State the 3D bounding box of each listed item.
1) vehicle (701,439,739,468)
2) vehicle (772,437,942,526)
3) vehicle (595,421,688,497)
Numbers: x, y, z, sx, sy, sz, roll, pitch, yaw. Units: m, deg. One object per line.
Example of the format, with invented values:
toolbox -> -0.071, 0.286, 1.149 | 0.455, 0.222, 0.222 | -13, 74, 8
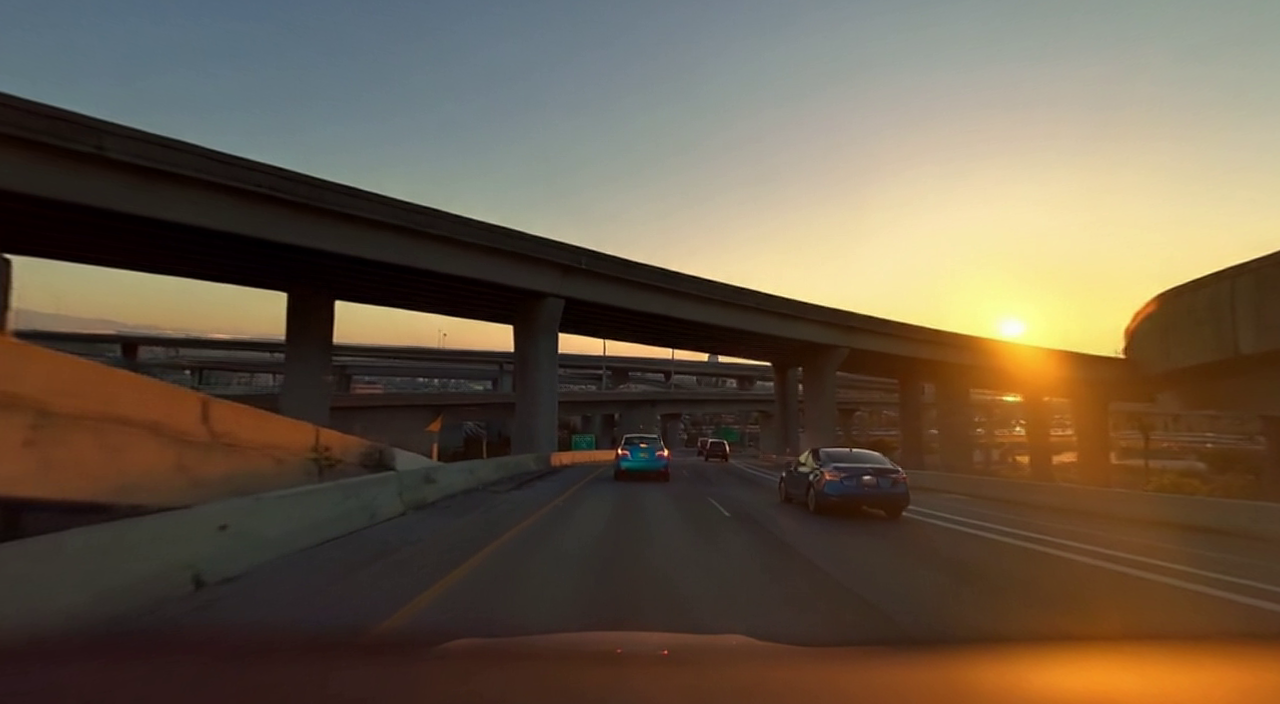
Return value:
vehicle -> 5.024, 6.412, 40.014 | 2.047, 1.700, 4.069 | 0, -9, 3
vehicle -> 4.120, 2.510, 12.787 | 2.047, 1.500, 4.017 | 0, -9, 0
vehicle -> 0.092, 2.944, 17.645 | 2.264, 1.841, 4.583 | 0, -9, 1
